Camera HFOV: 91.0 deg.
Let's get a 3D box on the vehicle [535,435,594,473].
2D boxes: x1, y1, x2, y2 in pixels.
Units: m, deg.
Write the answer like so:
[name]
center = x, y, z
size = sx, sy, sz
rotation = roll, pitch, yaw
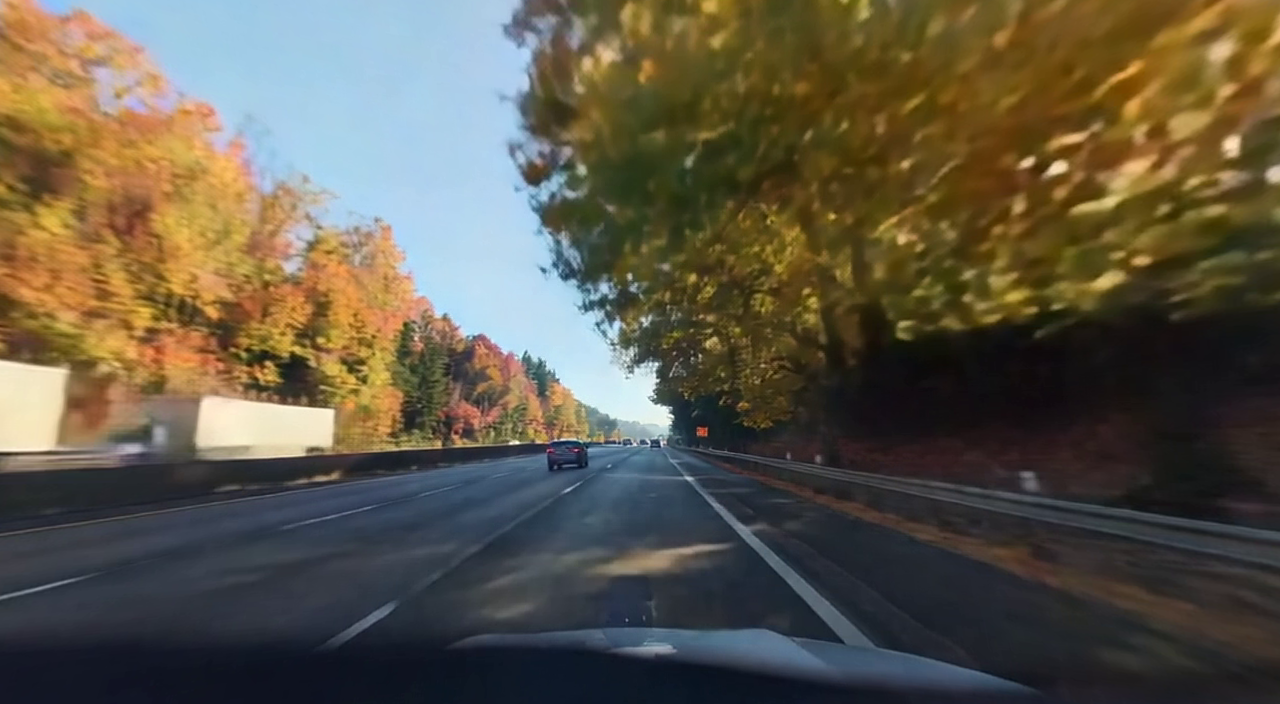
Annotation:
[vehicle]
center = -3.524, 4.863, 30.260
size = 2.123, 1.643, 4.479
rotation = 0, -8, 2
